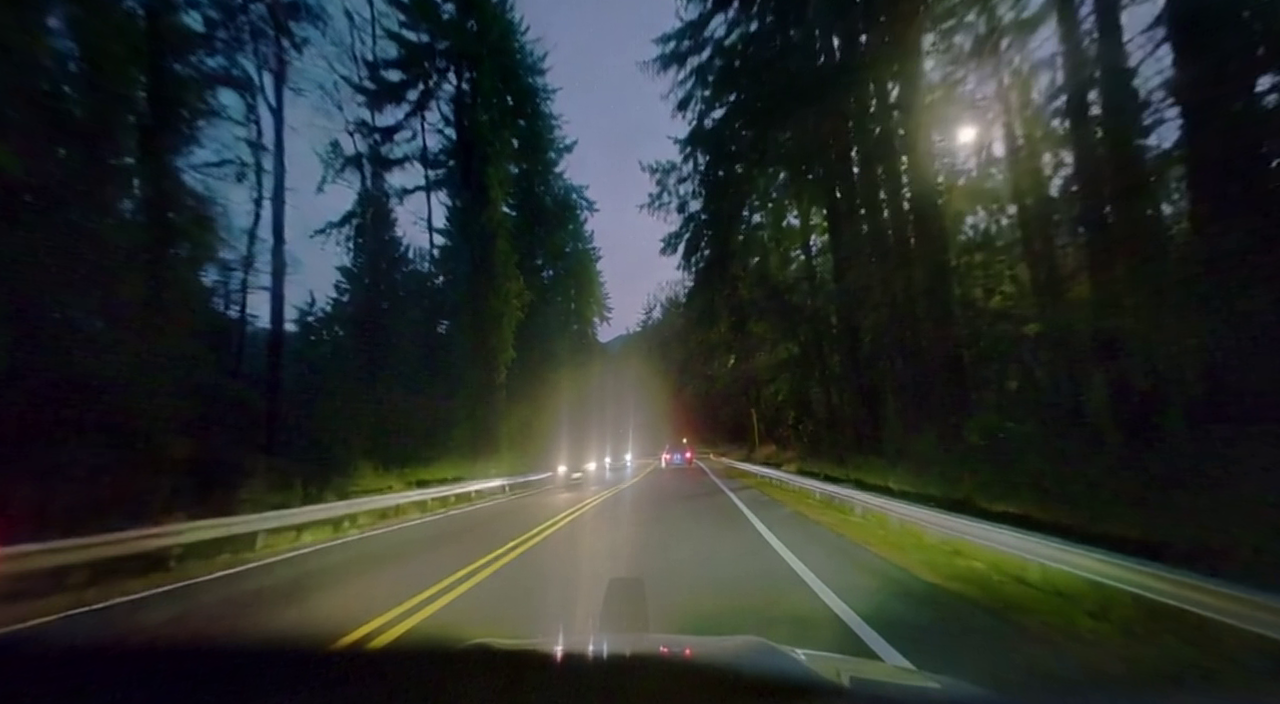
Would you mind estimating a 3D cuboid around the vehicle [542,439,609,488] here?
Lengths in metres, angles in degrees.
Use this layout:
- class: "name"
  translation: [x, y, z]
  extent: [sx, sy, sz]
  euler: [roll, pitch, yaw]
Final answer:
- class: "vehicle"
  translation: [-2.730, 4.852, 27.896]
  extent: [2.170, 1.872, 4.643]
  euler: [1, -8, 4]

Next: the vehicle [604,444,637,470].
- class: "vehicle"
  translation: [-1.422, 7.885, 47.741]
  extent: [2.066, 1.827, 5.178]
  euler: [1, -8, 3]

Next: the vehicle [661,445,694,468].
- class: "vehicle"
  translation: [2.567, 7.252, 43.990]
  extent: [2.120, 1.491, 4.349]
  euler: [1, -8, 2]
